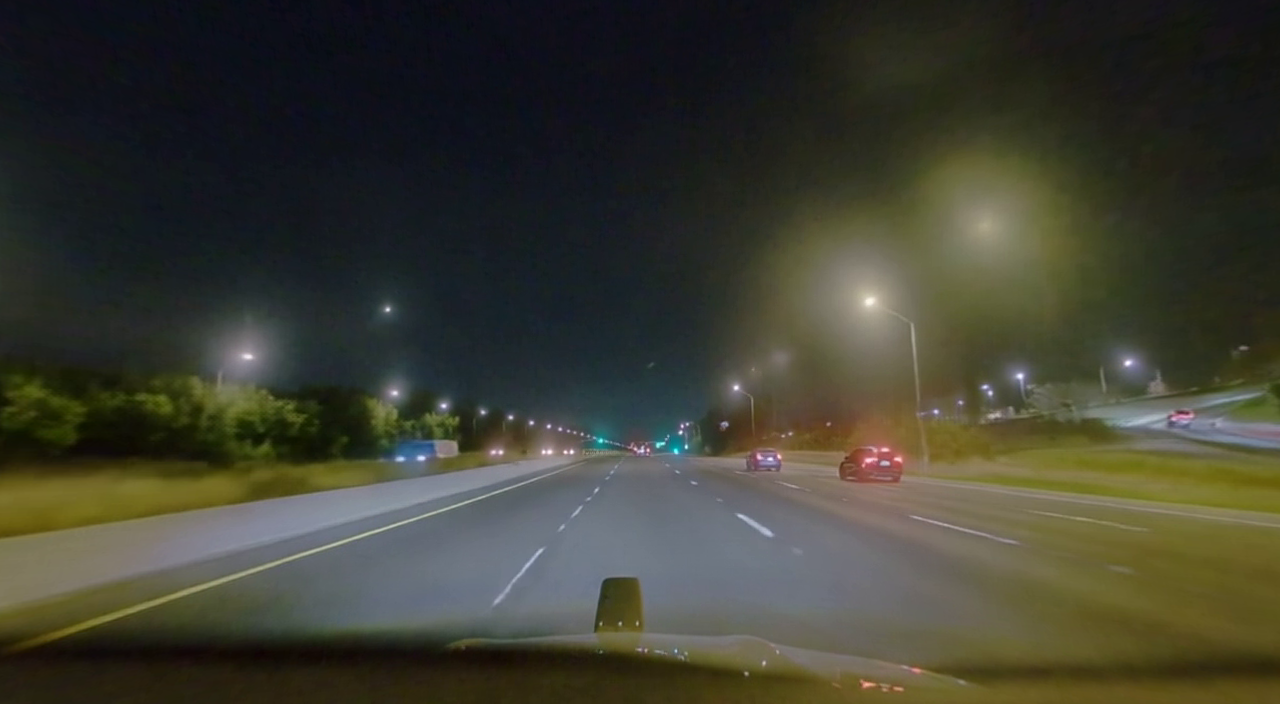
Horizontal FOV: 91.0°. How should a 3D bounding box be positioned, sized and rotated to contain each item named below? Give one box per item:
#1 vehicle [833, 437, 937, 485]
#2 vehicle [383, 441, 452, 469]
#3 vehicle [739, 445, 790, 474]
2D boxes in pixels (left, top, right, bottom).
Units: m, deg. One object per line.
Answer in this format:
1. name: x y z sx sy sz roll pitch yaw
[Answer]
1. vehicle: 10.869 4.877 28.515 2.387 1.936 5.646 0 -9 0
2. vehicle: -16.998 7.901 48.590 2.851 1.978 6.334 0 -9 2
3. vehicle: 7.159 6.237 36.637 2.053 1.553 4.463 0 -9 -1
